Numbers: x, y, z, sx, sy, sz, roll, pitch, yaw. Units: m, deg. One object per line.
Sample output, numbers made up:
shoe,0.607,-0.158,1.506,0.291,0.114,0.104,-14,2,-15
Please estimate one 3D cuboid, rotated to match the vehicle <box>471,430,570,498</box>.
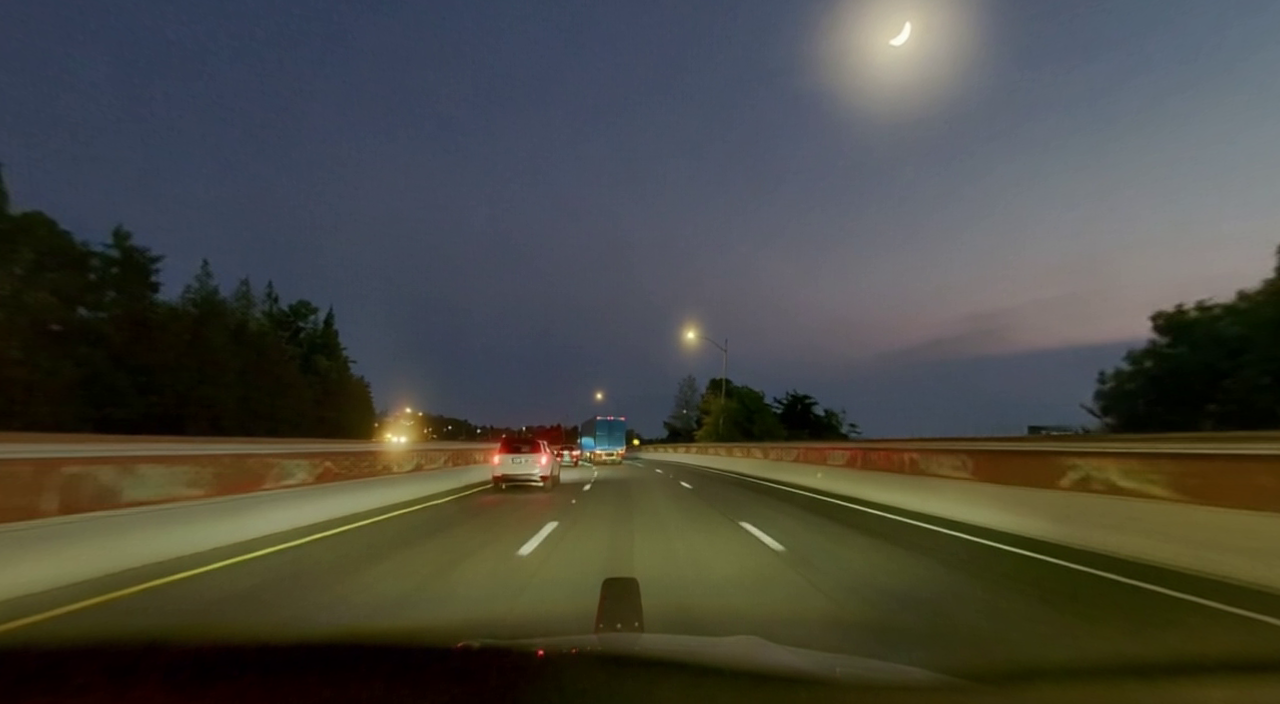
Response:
vehicle,-3.305,3.218,18.421,2.041,1.734,4.391,0,-9,0
